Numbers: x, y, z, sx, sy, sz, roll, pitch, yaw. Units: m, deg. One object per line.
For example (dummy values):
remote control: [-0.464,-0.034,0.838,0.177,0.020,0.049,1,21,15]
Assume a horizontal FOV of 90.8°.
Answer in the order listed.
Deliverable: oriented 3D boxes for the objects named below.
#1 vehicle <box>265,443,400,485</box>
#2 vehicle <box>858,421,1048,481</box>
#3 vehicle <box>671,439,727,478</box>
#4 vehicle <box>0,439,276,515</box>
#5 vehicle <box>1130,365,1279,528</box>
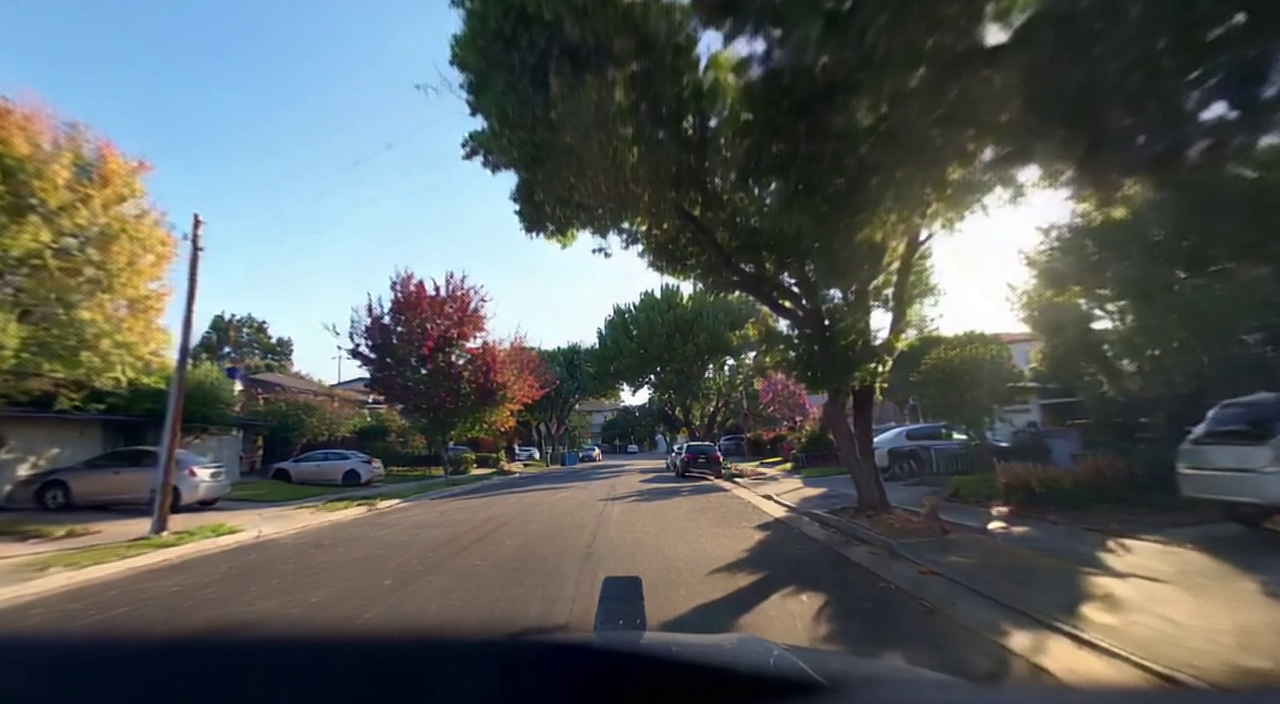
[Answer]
vehicle: [-11.570,4.223,24.031,4.118,1.492,1.902,1,-9,-3]
vehicle: [8.802,2.827,18.093,4.331,1.570,2.009,0,-8,-1]
vehicle: [2.364,4.411,26.491,2.022,1.483,4.565,0,-9,1]
vehicle: [-11.657,2.882,14.856,4.972,1.623,1.884,0,-9,1]
vehicle: [8.837,1.106,7.400,4.599,1.652,1.903,0,-8,-2]
